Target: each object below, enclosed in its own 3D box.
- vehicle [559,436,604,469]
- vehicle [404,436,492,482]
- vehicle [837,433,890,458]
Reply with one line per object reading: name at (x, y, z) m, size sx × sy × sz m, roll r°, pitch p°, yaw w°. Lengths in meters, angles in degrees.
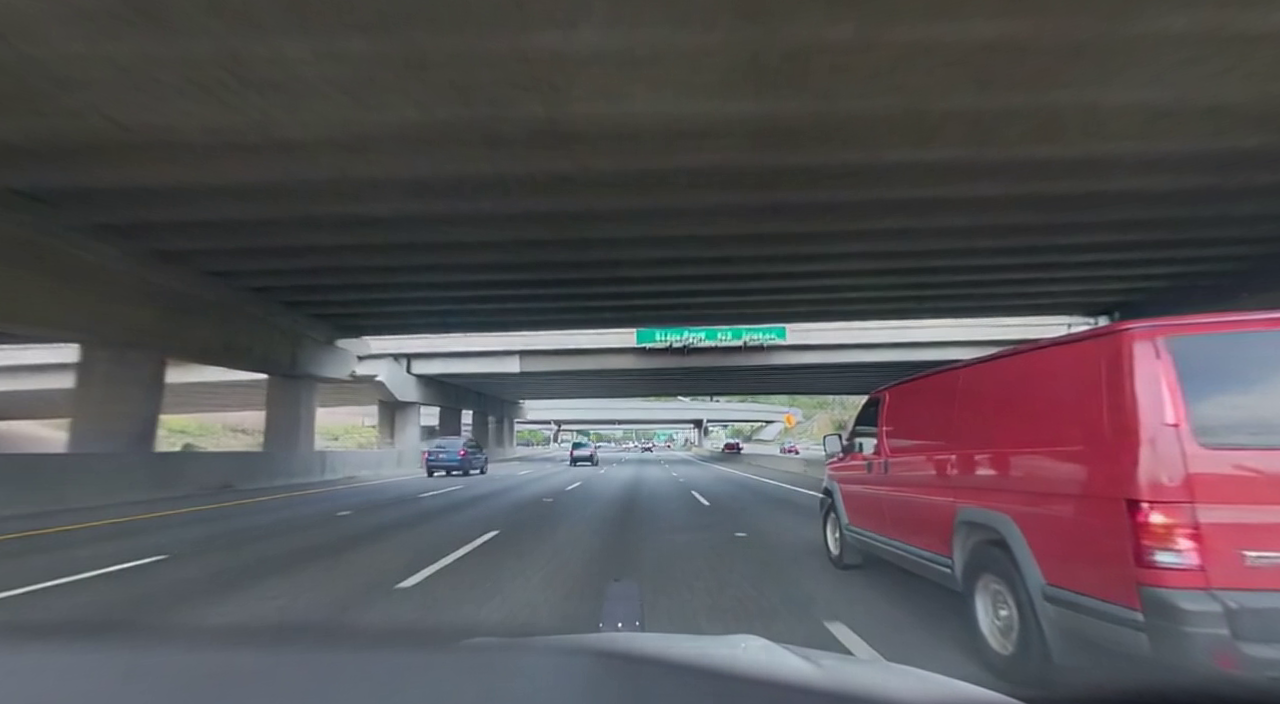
vehicle at (-3.445, 6.034, 38.105) m, size 2.144 × 1.847 × 4.850 m, roll 0°, pitch -8°, yaw 1°
vehicle at (-7.779, 4.386, 26.015) m, size 2.092 × 1.712 × 4.627 m, roll 0°, pitch -8°, yaw 1°
vehicle at (14.590, 6.143, 41.321) m, size 1.896 × 1.518 × 4.417 m, roll 0°, pitch -8°, yaw 1°
